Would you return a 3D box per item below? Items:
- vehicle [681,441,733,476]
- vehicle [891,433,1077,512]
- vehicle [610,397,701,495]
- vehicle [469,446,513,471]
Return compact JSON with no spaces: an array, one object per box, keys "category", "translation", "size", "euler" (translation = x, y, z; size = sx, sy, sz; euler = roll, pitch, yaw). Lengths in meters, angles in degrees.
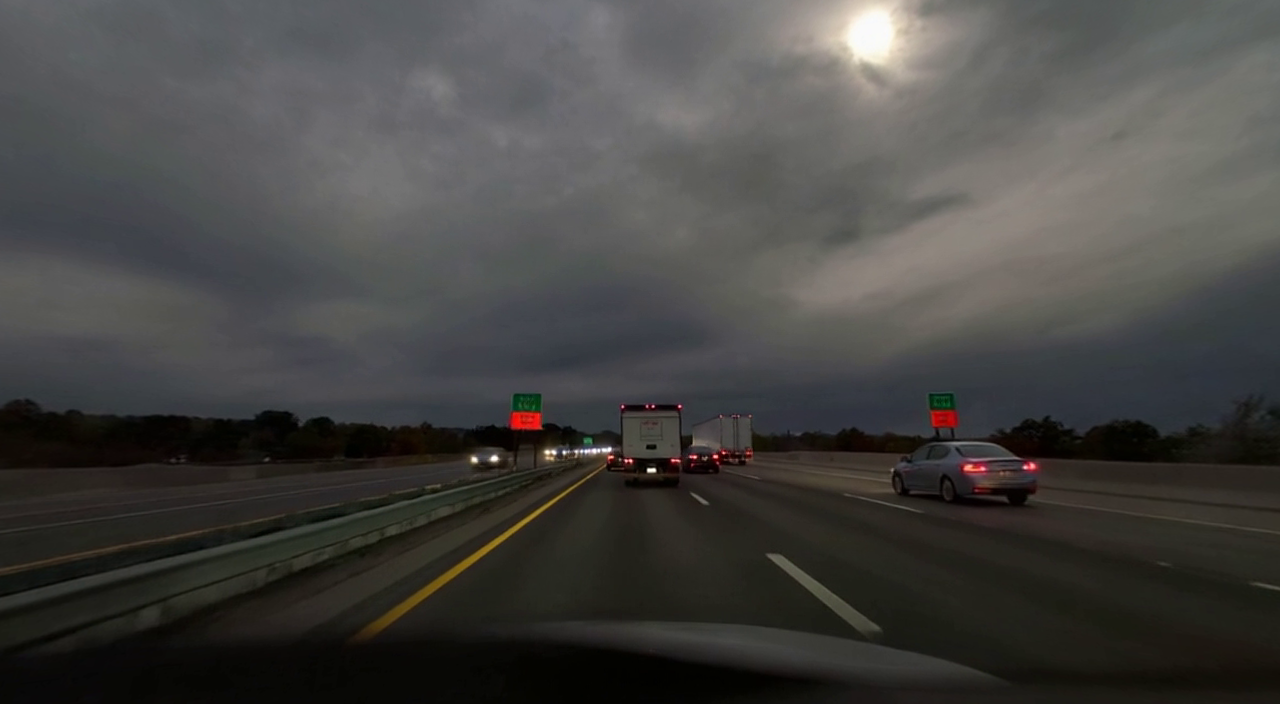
[{"category":"vehicle","translation":[3.318,5.420,31.923],"size":[2.127,1.642,3.899],"euler":[0,-9,-1]},{"category":"vehicle","translation":[7.558,2.667,14.286],"size":[1.988,1.534,3.763],"euler":[0,-9,-2]},{"category":"vehicle","translation":[0.718,3.131,20.788],"size":[2.506,2.743,6.093],"euler":[-1,-9,6]},{"category":"vehicle","translation":[-9.941,7.138,42.117],"size":[1.918,1.578,4.140],"euler":[0,-9,0]}]
